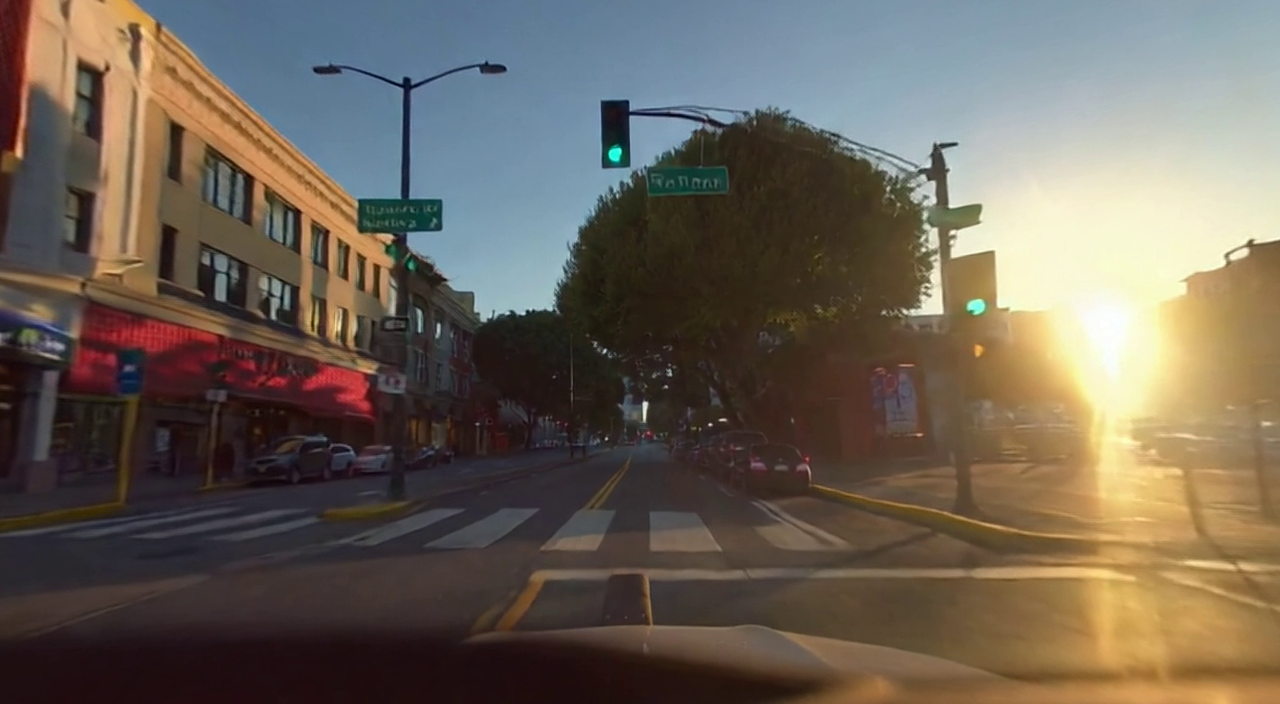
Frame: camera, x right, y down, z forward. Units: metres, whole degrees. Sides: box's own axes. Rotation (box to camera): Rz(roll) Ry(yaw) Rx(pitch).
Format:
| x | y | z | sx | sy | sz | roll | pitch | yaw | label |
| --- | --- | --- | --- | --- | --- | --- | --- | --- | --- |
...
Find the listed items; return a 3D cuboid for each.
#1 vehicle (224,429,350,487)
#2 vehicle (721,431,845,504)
| x | y | z | sx | sy | sz | roll | pitch | yaw | label |
| --- | --- | --- | --- | --- | --- | --- | --- | --- | --- |
| -12.396 | 3.632 | 22.048 | 4.447 | 1.790 | 2.206 | -7 | -10 | 38 | vehicle |
| 3.422 | 2.846 | 16.088 | 2.120 | 1.560 | 4.402 | 0 | -8 | 0 | vehicle |
